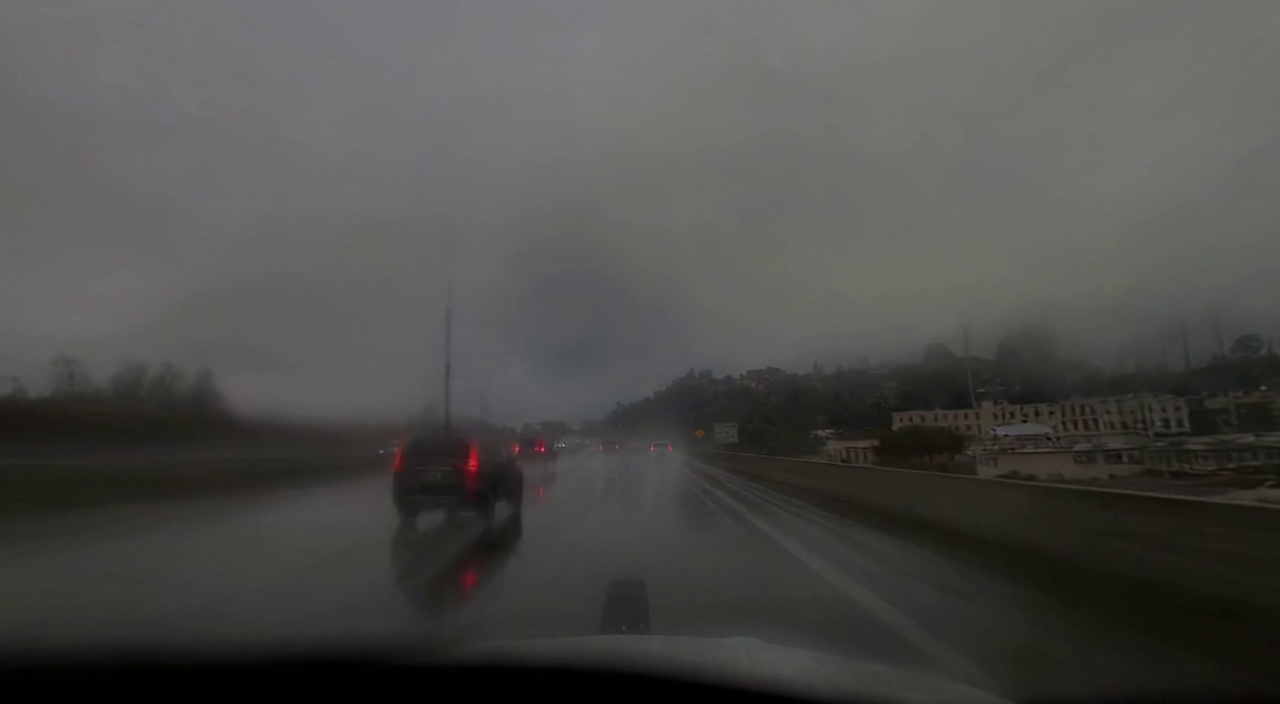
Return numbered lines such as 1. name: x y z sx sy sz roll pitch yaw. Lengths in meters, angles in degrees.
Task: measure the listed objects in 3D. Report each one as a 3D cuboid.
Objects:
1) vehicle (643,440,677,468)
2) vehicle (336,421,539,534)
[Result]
1. vehicle: 1.279 6.693 41.559 2.135 1.697 4.757 0 -8 1
2. vehicle: -3.505 2.280 12.144 2.136 1.718 4.873 0 -8 2
